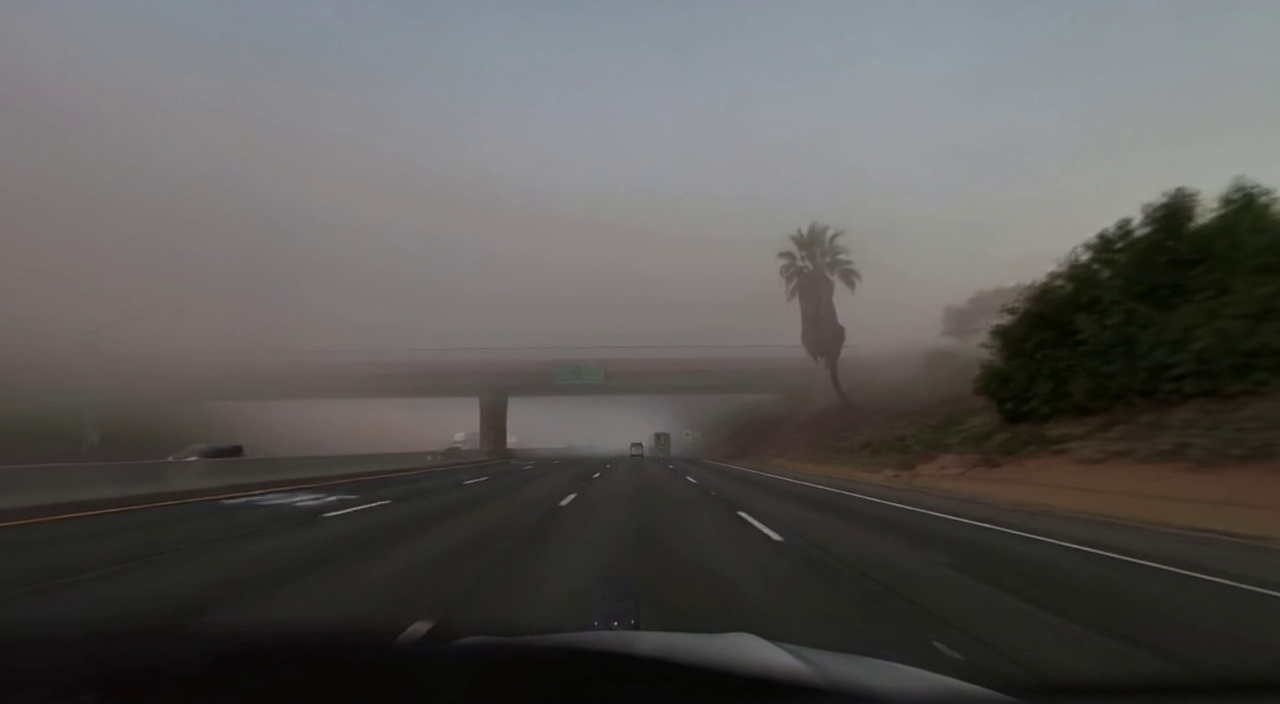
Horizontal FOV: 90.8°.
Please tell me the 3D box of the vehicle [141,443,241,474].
[{"bbox_3d":[-25.314,5.982,35.869,2.291,1.600,4.605,0,-8,0],"label":"vehicle"}]
